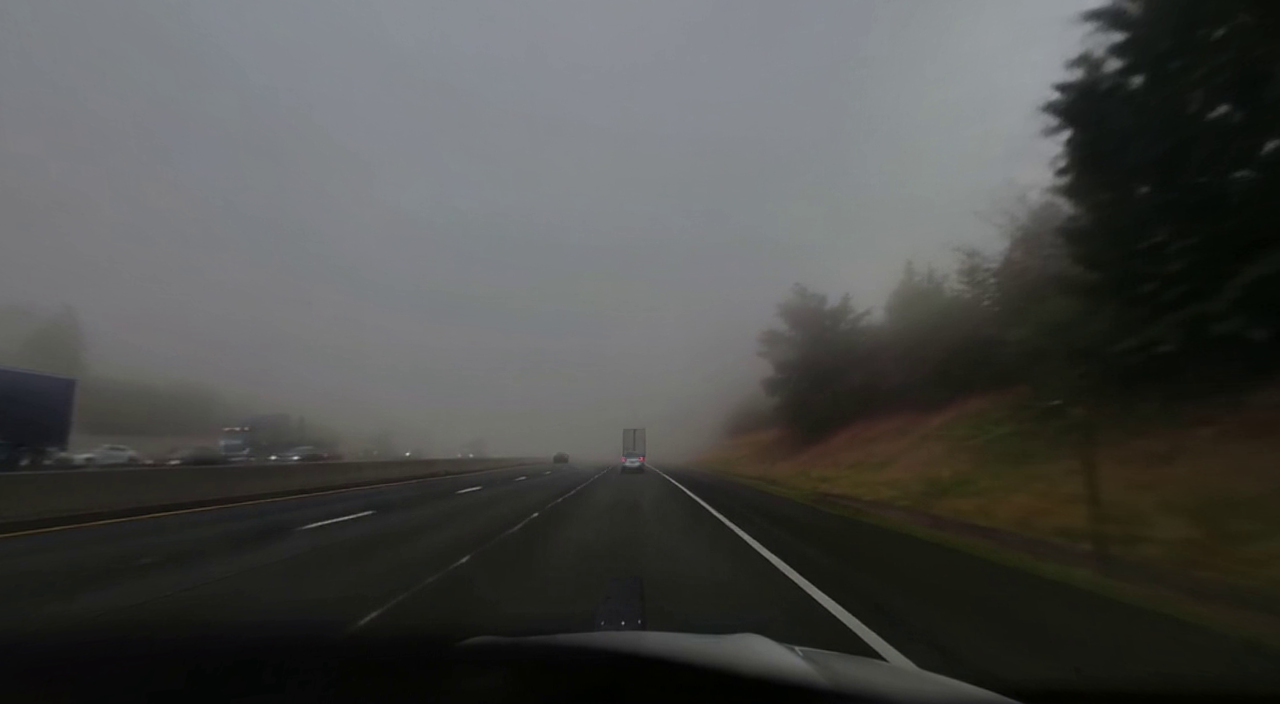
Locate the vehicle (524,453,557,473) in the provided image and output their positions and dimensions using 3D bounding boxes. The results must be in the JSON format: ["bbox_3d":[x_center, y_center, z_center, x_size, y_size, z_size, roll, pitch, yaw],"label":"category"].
[{"bbox_3d":[-7.656,8.566,48.956,1.895,1.446,4.456,0,-9,0],"label":"vehicle"}]

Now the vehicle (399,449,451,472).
[{"bbox_3d":[-14.832,7.483,43.716,1.935,1.486,4.694,0,-9,0],"label":"vehicle"}]

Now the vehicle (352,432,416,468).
[{"bbox_3d":[-19.536,7.567,48.541,2.379,2.537,6.065,0,-9,0],"label":"vehicle"}]

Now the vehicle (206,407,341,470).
[{"bbox_3d":[-23.977,5.872,42.184,2.893,3.701,10.393,0,-9,-1],"label":"vehicle"}]

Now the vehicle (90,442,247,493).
[{"bbox_3d":[-14.723,3.611,20.023,1.851,1.438,4.071,0,-9,0],"label":"vehicle"}]

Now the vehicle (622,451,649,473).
[{"bbox_3d":[-0.330,8.493,48.851,2.009,1.657,3.962,0,-9,-1],"label":"vehicle"}]

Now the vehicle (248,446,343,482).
[{"bbox_3d":[-14.853,4.825,27.458,1.837,1.427,4.020,0,-9,0],"label":"vehicle"}]
